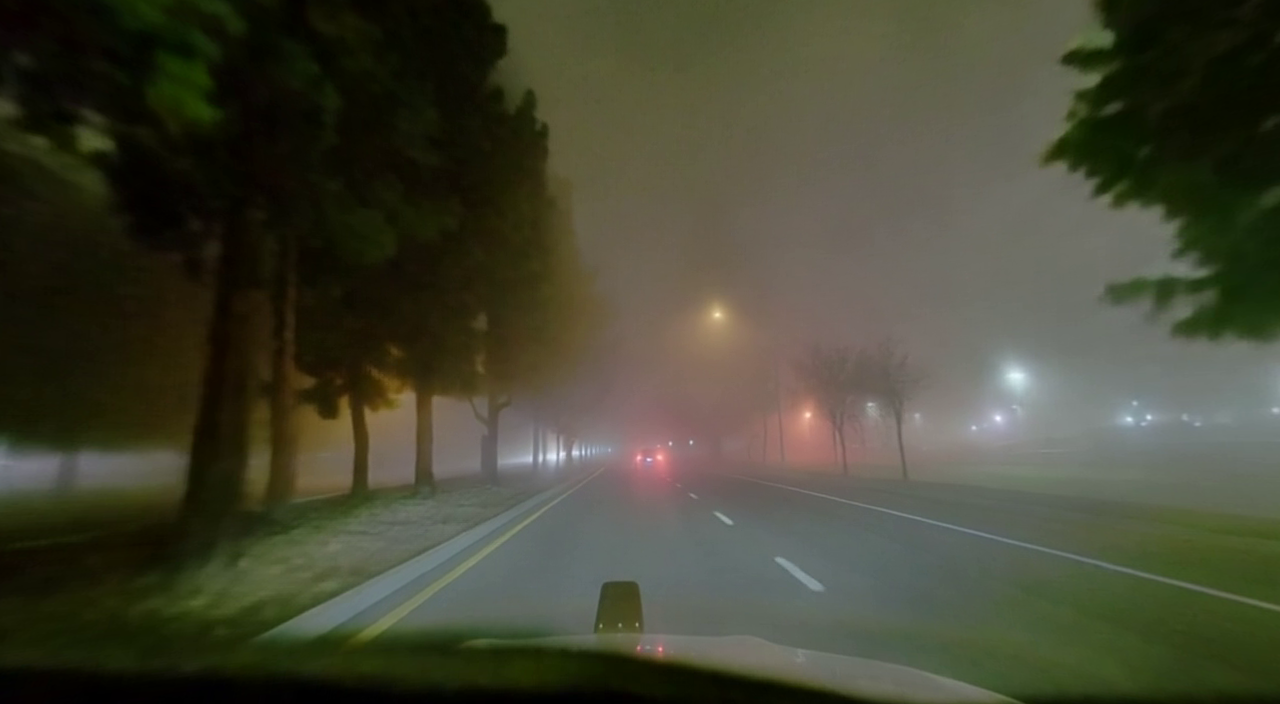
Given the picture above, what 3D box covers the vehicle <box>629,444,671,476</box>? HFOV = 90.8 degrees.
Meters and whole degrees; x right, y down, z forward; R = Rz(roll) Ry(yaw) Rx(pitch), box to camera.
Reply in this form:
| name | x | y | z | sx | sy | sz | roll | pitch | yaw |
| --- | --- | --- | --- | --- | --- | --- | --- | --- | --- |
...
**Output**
| name | x | y | z | sx | sy | sz | roll | pitch | yaw |
| --- | --- | --- | --- | --- | --- | --- | --- | --- | --- |
| vehicle | 0.454 | 5.698 | 33.644 | 2.048 | 1.584 | 4.393 | 0 | -9 | -2 |
